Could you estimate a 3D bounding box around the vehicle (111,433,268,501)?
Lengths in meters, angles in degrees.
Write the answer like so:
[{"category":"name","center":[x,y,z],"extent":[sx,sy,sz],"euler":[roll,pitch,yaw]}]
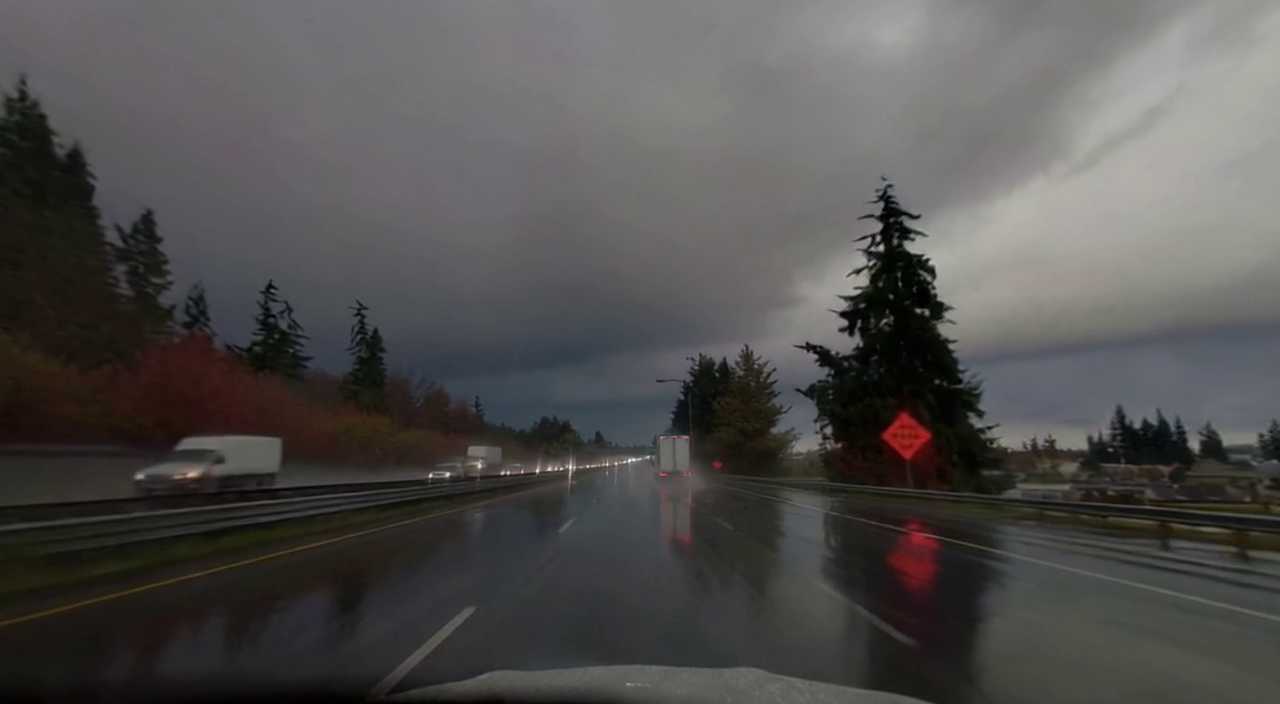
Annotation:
[{"category":"vehicle","center":[-19.748,5.146,28.189],"extent":[2.350,2.655,6.249],"euler":[1,-10,-1]}]
